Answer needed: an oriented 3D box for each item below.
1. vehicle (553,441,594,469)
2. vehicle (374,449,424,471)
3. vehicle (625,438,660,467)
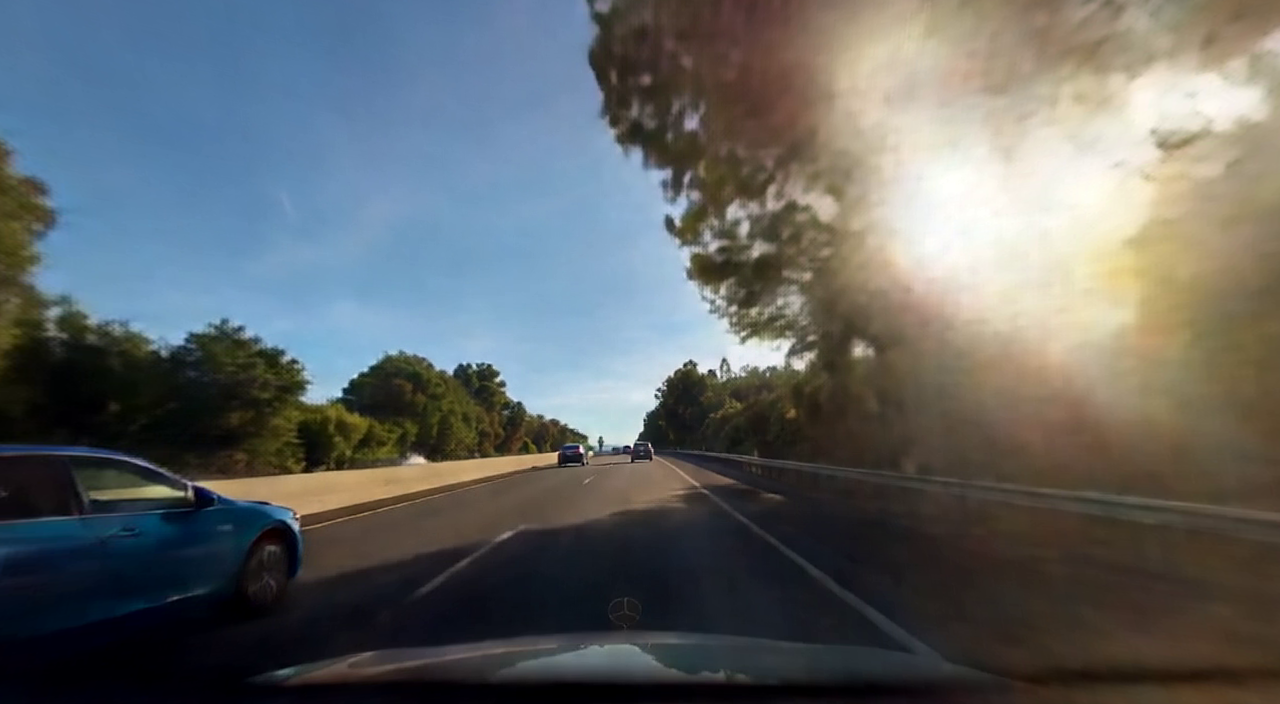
[{"bbox_3d":[-4.153,6.482,39.897,2.113,1.656,4.215,0,-9,1],"label":"vehicle"},{"bbox_3d":[-17.563,7.884,46.074,1.974,1.503,4.106,0,-9,1],"label":"vehicle"},{"bbox_3d":[0.142,6.533,40.998,2.126,1.786,3.958,0,-9,-1],"label":"vehicle"}]
